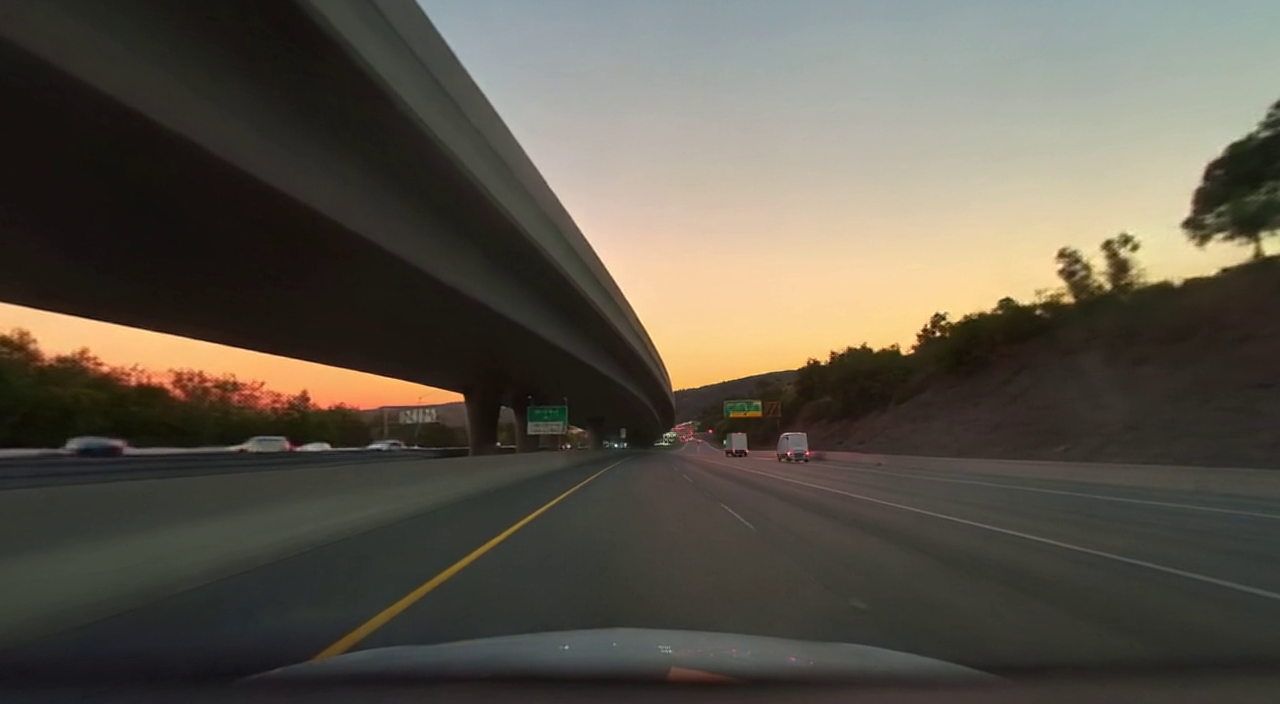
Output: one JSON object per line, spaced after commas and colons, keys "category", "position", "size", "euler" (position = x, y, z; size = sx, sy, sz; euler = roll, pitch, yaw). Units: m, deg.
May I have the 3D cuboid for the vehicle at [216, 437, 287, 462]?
{"category": "vehicle", "position": [-29.252, 7.360, 47.802], "size": [2.064, 1.782, 5.006], "euler": [0, -8, 1]}

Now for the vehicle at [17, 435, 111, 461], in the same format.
{"category": "vehicle", "position": [-40.616, 6.787, 44.738], "size": [2.007, 1.672, 4.834], "euler": [0, -8, 2]}
